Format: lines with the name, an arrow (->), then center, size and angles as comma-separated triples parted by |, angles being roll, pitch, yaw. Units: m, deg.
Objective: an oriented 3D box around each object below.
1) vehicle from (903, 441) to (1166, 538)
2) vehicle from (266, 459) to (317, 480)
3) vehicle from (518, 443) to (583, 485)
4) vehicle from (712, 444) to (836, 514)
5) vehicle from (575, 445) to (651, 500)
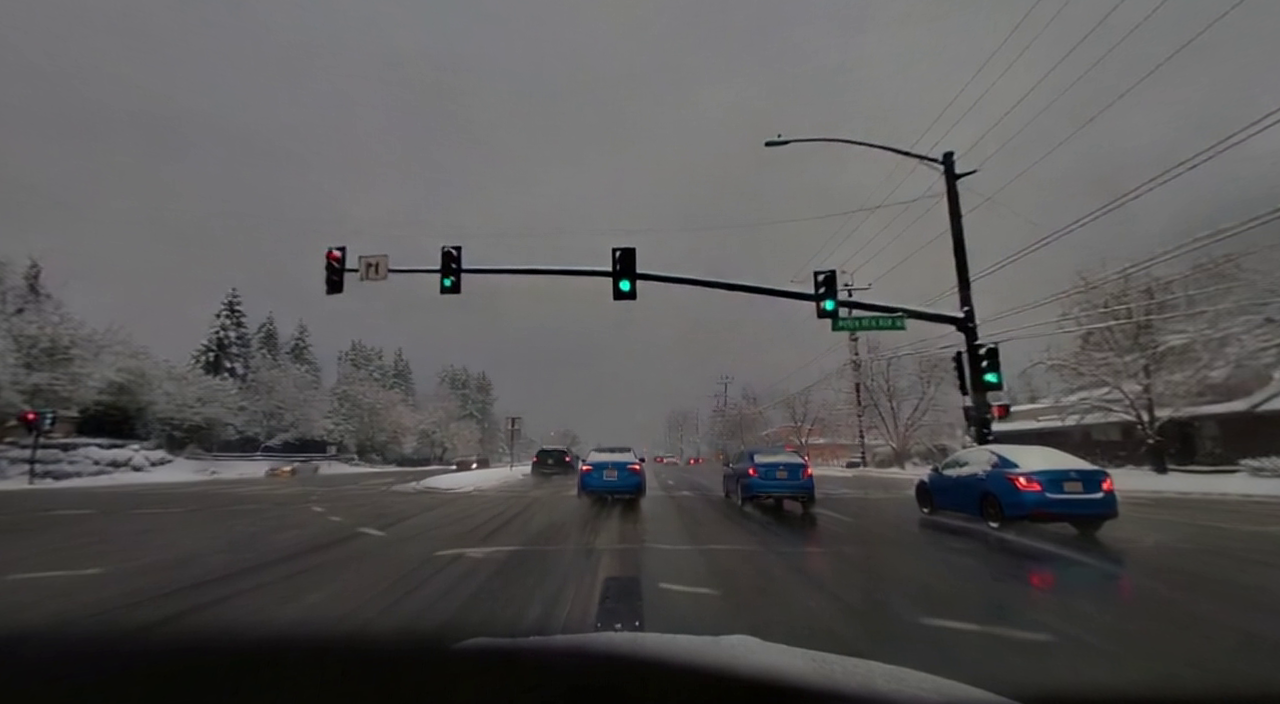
vehicle -> 6.921, 2.424, 11.848 | 2.004, 1.455, 4.417 | 0, -9, -1
vehicle -> -27.303, 9.210, 49.620 | 1.859, 1.482, 3.717 | 0, -9, 1
vehicle -> -3.683, 4.707, 26.808 | 2.073, 1.606, 4.364 | 0, -9, 0
vehicle -> 3.164, 3.080, 15.940 | 2.053, 1.490, 4.464 | 0, -9, -1
vehicle -> -0.754, 3.584, 19.267 | 2.065, 1.464, 4.216 | 0, -9, -1
